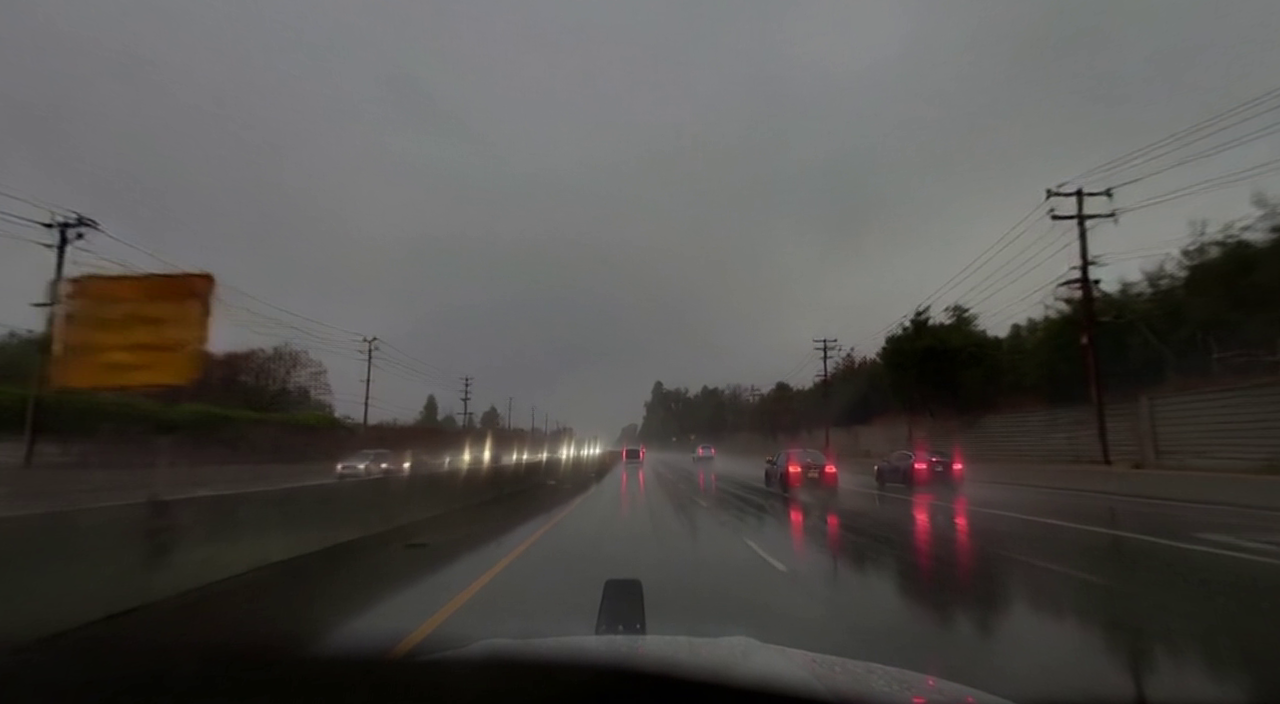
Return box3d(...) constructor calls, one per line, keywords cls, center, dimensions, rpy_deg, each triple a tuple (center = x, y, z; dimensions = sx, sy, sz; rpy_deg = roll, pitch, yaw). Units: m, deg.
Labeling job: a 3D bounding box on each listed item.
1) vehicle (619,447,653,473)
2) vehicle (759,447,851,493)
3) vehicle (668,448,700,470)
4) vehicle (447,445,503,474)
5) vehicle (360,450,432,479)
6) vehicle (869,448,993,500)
box3d(cls="vehicle", center=(-0.273, 6.663, 39.104), dimensions=(1.993, 1.506, 3.883), rpy_deg=(0, -9, -1))
box3d(cls="vehicle", center=(5.903, 4.254, 23.233), dimensions=(2.069, 1.520, 4.614), rpy_deg=(0, -9, -1))
box3d(cls="vehicle", center=(3.189, 7.888, 46.732), dimensions=(1.981, 1.480, 4.316), rpy_deg=(0, -9, -1))
box3d(cls="vehicle", center=(-10.271, 6.701, 39.664), dimensions=(2.288, 1.735, 4.468), rpy_deg=(0, -9, 0))
box3d(cls="vehicle", center=(-13.549, 6.245, 35.469), dimensions=(2.133, 1.485, 4.644), rpy_deg=(0, -9, 1))
box3d(cls="vehicle", center=(9.586, 4.015, 21.259), dimensions=(1.969, 1.506, 4.422), rpy_deg=(0, -9, -1))
